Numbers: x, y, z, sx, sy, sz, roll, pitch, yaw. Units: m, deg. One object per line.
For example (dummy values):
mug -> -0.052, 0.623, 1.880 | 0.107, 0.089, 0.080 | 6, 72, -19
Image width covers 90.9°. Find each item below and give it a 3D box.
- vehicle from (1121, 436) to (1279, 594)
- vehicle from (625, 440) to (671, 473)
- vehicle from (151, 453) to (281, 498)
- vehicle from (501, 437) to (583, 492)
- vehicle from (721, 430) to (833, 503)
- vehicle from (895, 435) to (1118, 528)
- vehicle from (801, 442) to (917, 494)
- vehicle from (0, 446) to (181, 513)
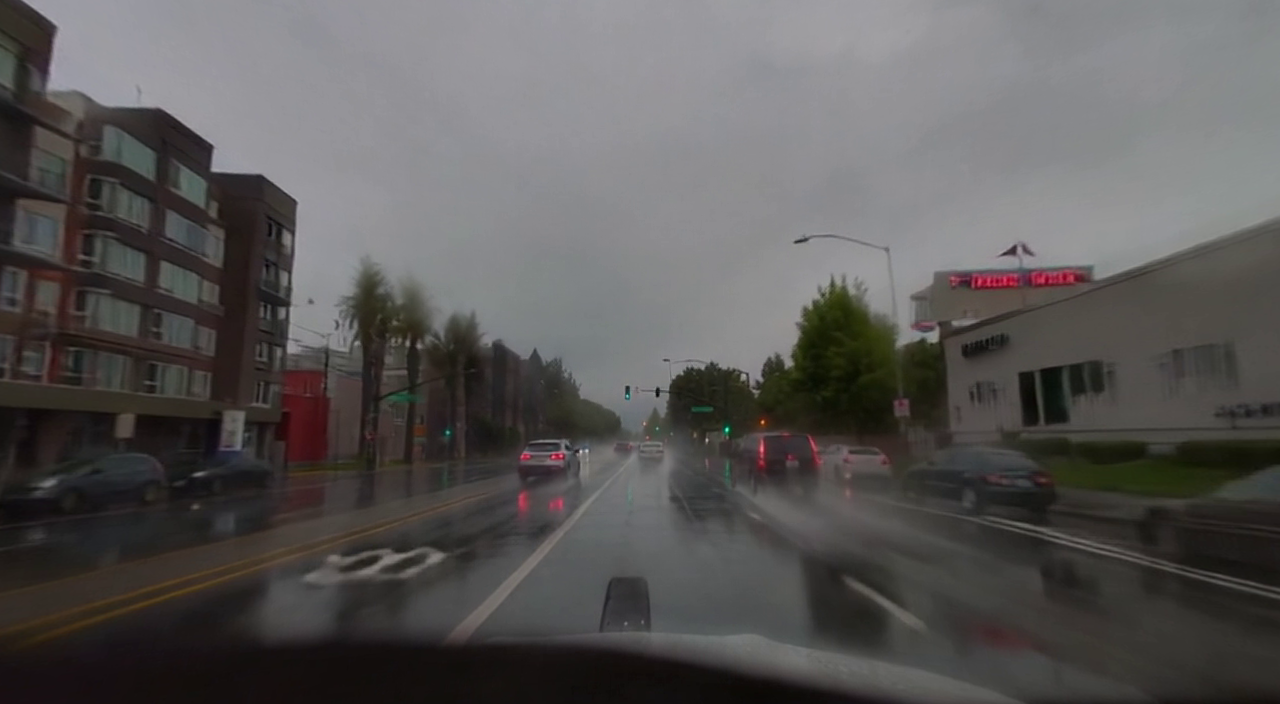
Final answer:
vehicle -> 6.944, 1.435, 5.328 | 1.908, 1.467, 4.837 | 0, -8, 0
vehicle -> 0.367, 5.047, 30.617 | 2.103, 1.468, 4.094 | 0, -8, 0
vehicle -> -16.677, 4.841, 25.159 | 1.919, 1.469, 4.719 | -2, -8, 1
vehicle -> -2.975, 3.496, 19.957 | 1.860, 1.510, 4.073 | -1, -8, 1
vehicle -> 3.377, 2.898, 16.362 | 1.987, 1.637, 3.896 | 0, -8, 0
vehicle -> 7.052, 2.498, 12.826 | 1.898, 1.524, 4.439 | -1, -8, 1
vehicle -> 6.963, 3.709, 20.705 | 1.920, 1.473, 4.898 | 0, -8, -2
vehicle -> -16.991, 3.888, 19.751 | 2.001, 1.760, 4.329 | -2, -8, -1
